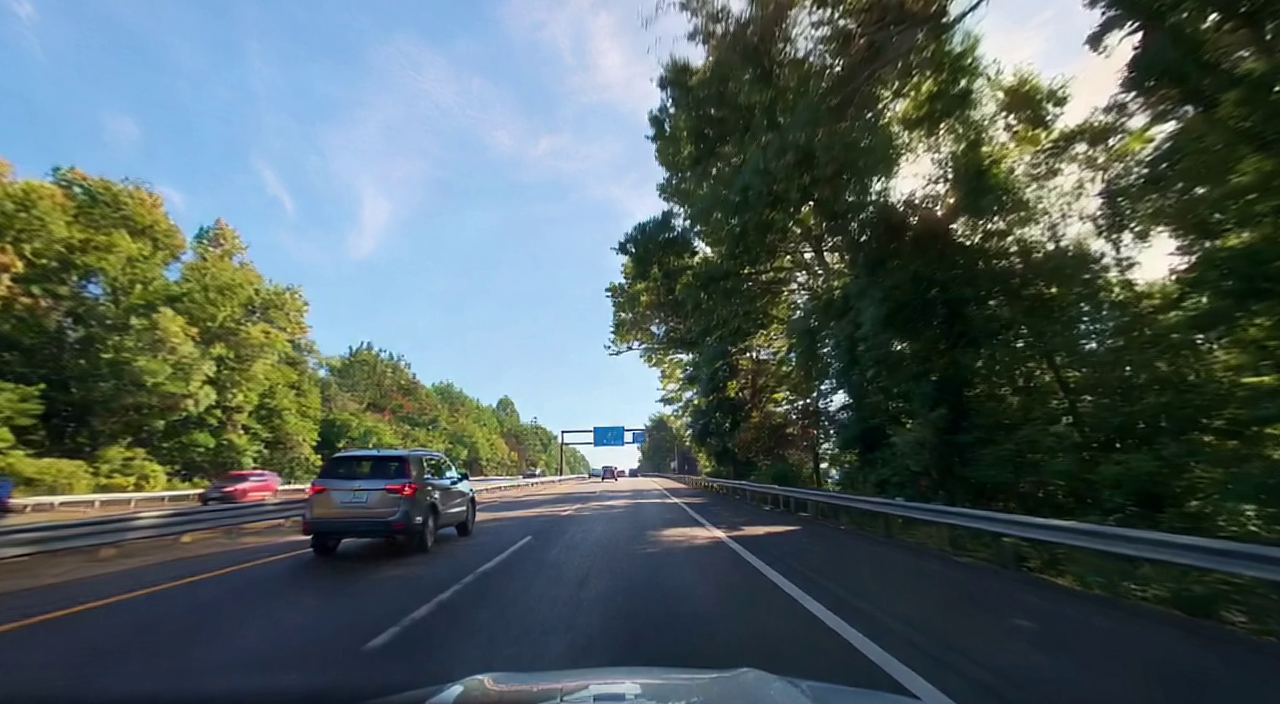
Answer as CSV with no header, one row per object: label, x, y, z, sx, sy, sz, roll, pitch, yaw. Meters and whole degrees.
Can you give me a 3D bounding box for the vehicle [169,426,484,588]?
vehicle,-3.905,2.076,9.039,2.107,1.668,4.554,1,-11,0
